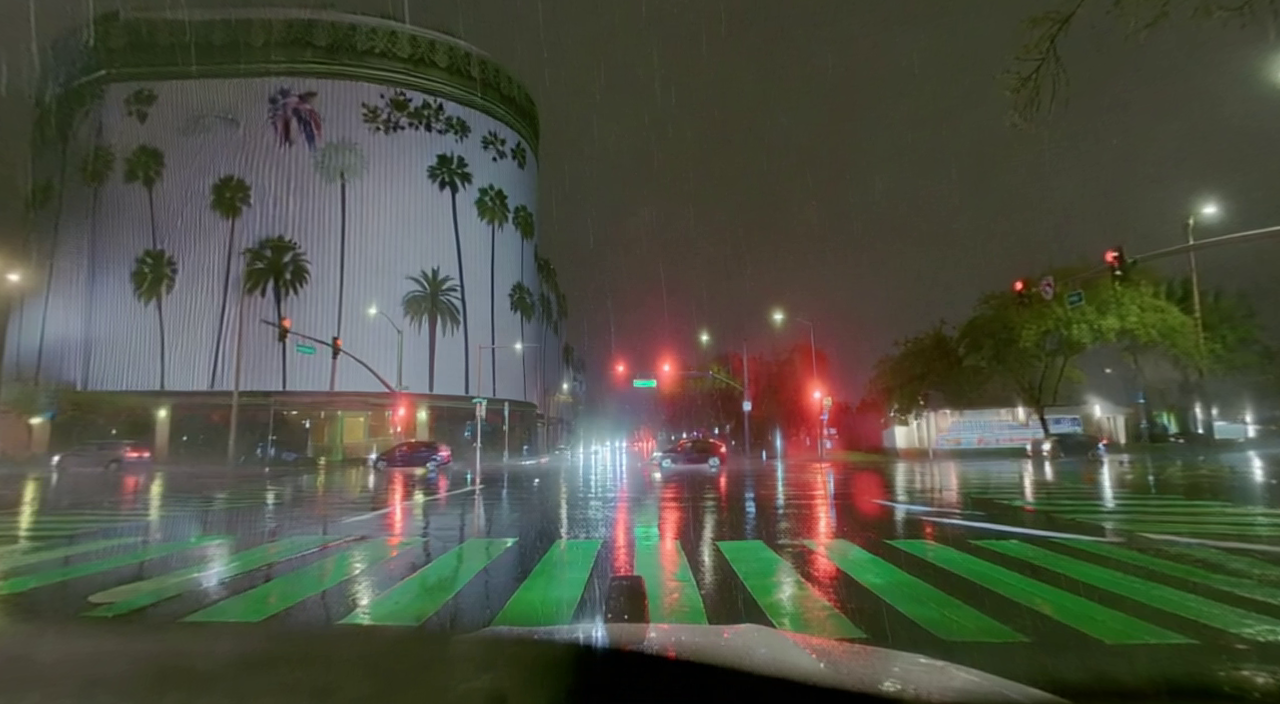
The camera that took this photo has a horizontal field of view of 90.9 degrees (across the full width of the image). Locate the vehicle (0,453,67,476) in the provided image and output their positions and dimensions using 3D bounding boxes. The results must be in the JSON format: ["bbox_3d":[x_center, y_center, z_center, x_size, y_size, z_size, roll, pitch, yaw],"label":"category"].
[{"bbox_3d":[-41.650,7.613,42.770,3.698,1.508,1.779,0,-8,1],"label":"vehicle"}]

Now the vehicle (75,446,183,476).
[{"bbox_3d":[-30.154,6.413,37.276,4.648,1.665,1.910,0,-8,-1],"label":"vehicle"}]

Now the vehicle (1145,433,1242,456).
[{"bbox_3d":[36.174,6.025,41.226,4.606,1.449,1.687,0,-8,2],"label":"vehicle"}]

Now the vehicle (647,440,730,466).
[{"bbox_3d":[2.796,5.918,37.109,4.784,1.465,1.798,0,-8,1],"label":"vehicle"}]

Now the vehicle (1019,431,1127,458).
[{"bbox_3d":[25.030,5.364,36.563,4.893,1.458,1.791,0,-8,0],"label":"vehicle"}]

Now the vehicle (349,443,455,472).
[{"bbox_3d":[-12.453,5.516,33.181,4.875,1.461,1.777,0,-8,2],"label":"vehicle"}]
